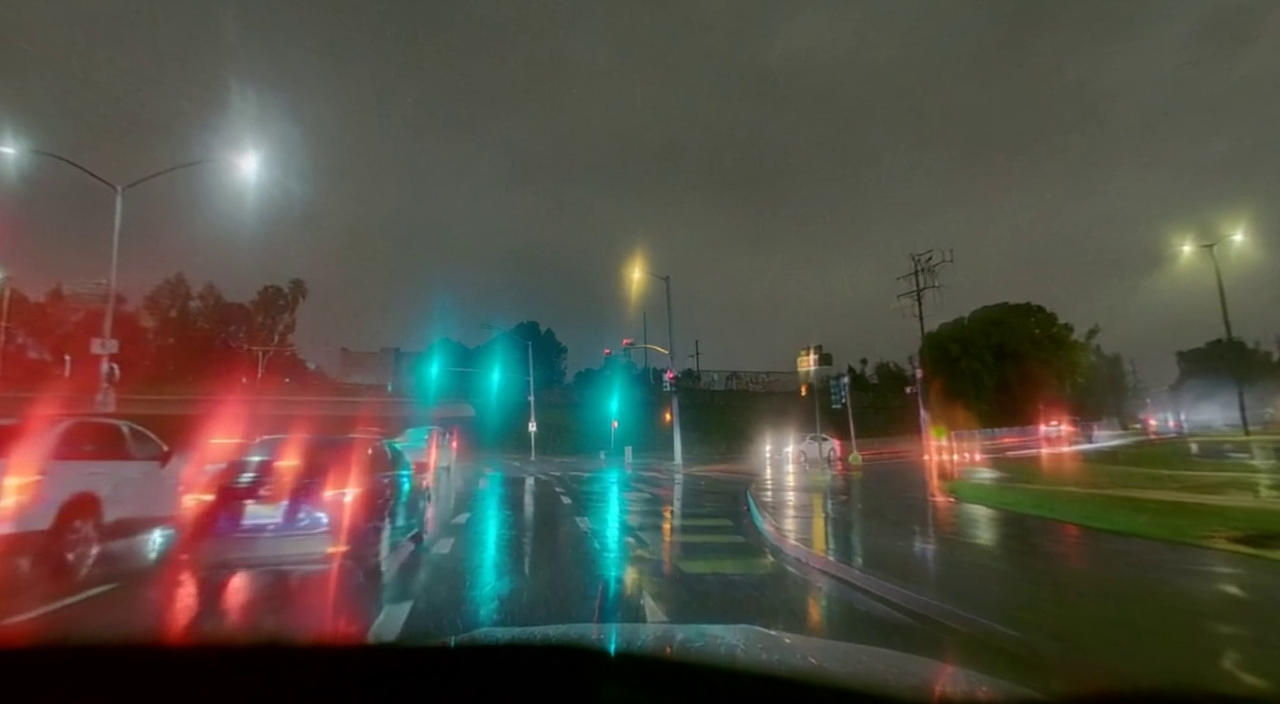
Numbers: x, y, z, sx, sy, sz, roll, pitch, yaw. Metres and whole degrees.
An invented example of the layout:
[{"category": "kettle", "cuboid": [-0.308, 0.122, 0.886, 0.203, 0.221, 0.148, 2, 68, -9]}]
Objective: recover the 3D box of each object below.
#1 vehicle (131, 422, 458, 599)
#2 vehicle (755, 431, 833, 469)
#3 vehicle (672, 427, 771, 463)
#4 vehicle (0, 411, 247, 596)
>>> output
[{"category": "vehicle", "cuboid": [-3.656, 1.716, 7.859, 2.176, 1.489, 4.518, 1, -9, -10]}, {"category": "vehicle", "cuboid": [7.308, 4.599, 29.711, 1.908, 1.622, 4.166, -7, -11, 38]}, {"category": "vehicle", "cuboid": [4.635, 5.334, 36.194, 5.144, 1.954, 2.122, 3, -9, -19]}, {"category": "vehicle", "cuboid": [-7.087, 1.676, 7.836, 2.057, 1.610, 4.891, 2, -9, -11]}]
